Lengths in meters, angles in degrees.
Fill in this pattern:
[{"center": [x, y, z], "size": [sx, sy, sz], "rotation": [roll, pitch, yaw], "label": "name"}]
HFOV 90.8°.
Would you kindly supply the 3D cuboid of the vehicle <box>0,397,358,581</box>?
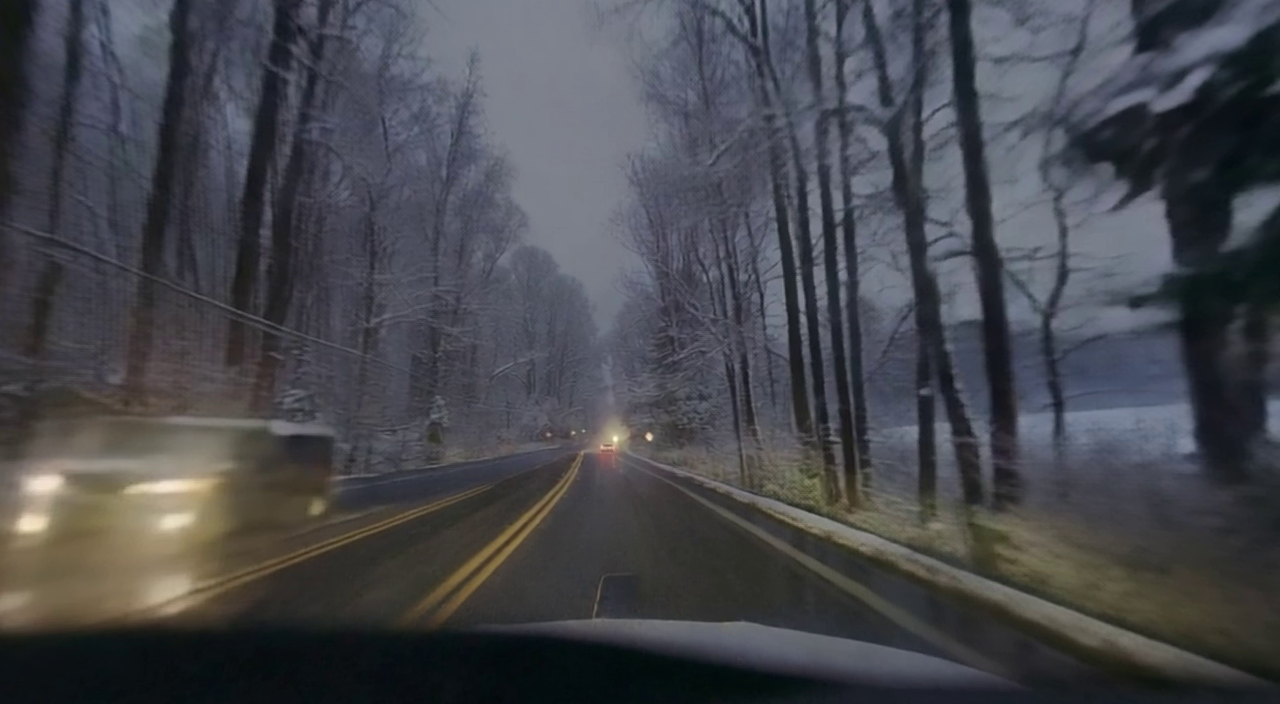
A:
[{"center": [-5.855, 1.655, 8.339], "size": [2.318, 1.754, 4.328], "rotation": [0, -9, -1], "label": "vehicle"}]
